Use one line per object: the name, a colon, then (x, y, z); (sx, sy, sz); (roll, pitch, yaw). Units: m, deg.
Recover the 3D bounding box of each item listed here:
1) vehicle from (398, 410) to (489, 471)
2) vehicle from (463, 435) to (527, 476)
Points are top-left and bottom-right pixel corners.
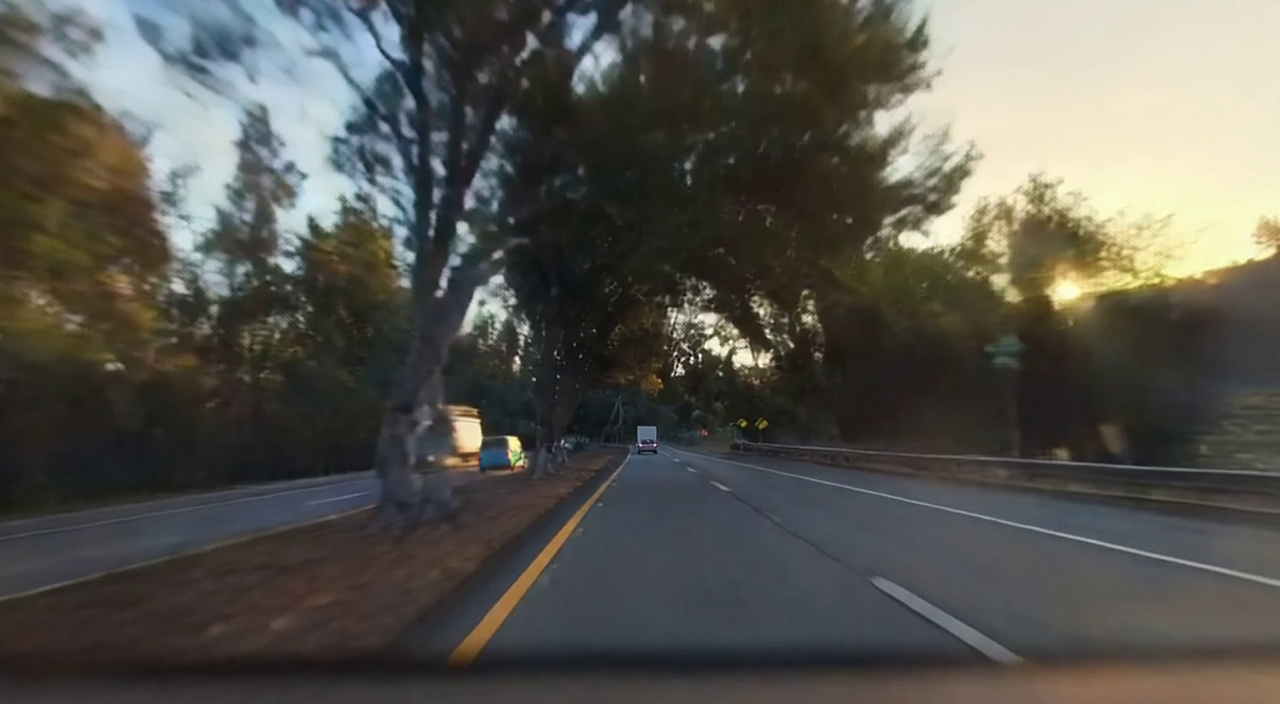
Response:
vehicle: (-14.777, 6.886, 48.829); (2.905, 4.091, 12.827); (0, -8, 0)
vehicle: (-7.066, 5.082, 31.164); (2.068, 1.897, 4.372); (0, -8, 1)
